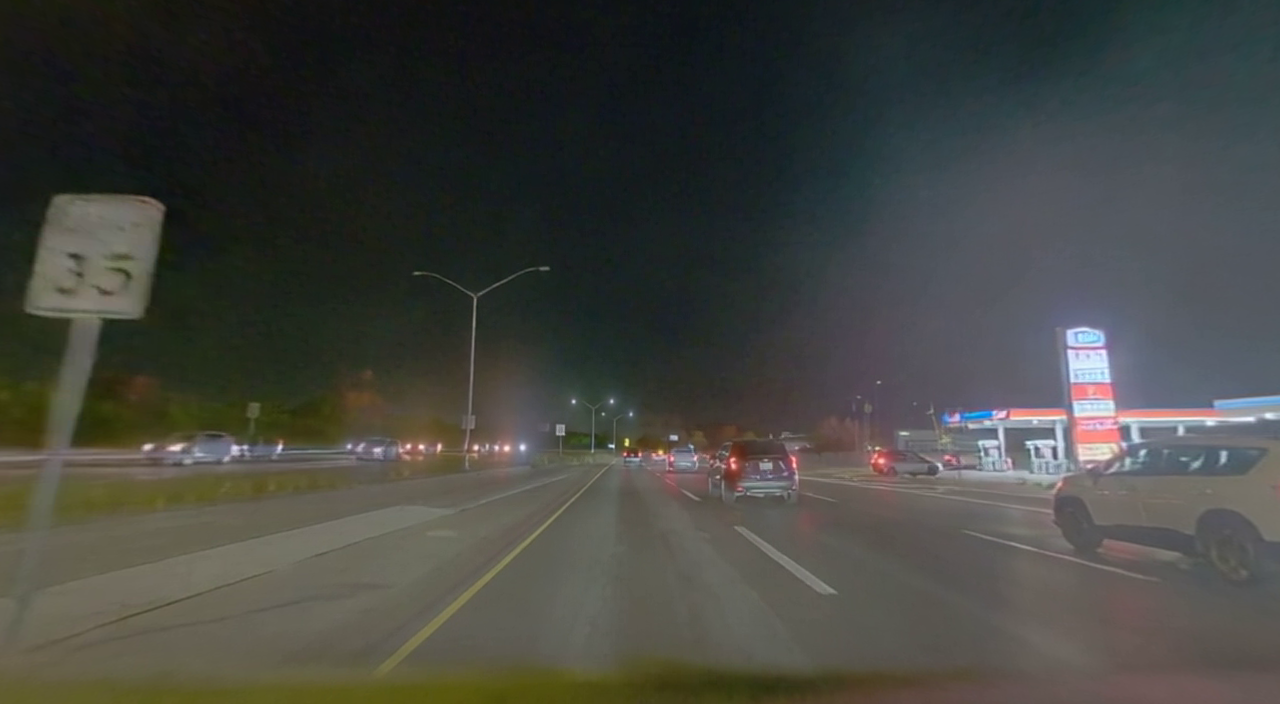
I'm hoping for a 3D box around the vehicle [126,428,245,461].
[{"bbox_3d":[-21.453,4.415,30.019,2.124,1.459,4.591,0,-8,2],"label":"vehicle"}]

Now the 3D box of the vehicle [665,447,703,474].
[{"bbox_3d":[2.688,6.753,39.504,2.012,1.612,4.114,0,-8,-1],"label":"vehicle"}]

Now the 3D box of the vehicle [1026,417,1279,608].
[{"bbox_3d":[6.413,1.575,6.746,1.881,1.604,4.289,0,-8,1],"label":"vehicle"}]

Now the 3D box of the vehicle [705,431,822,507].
[{"bbox_3d":[3.175,3.144,17.393,2.184,1.777,4.712,0,-8,-1],"label":"vehicle"}]

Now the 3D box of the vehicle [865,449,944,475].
[{"bbox_3d":[18.304,7.638,43.718,4.587,1.710,1.969,1,-9,-7],"label":"vehicle"}]

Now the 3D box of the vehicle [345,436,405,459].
[{"bbox_3d":[-17.576,6.370,42.054,1.920,1.473,4.524,0,-8,2],"label":"vehicle"}]
